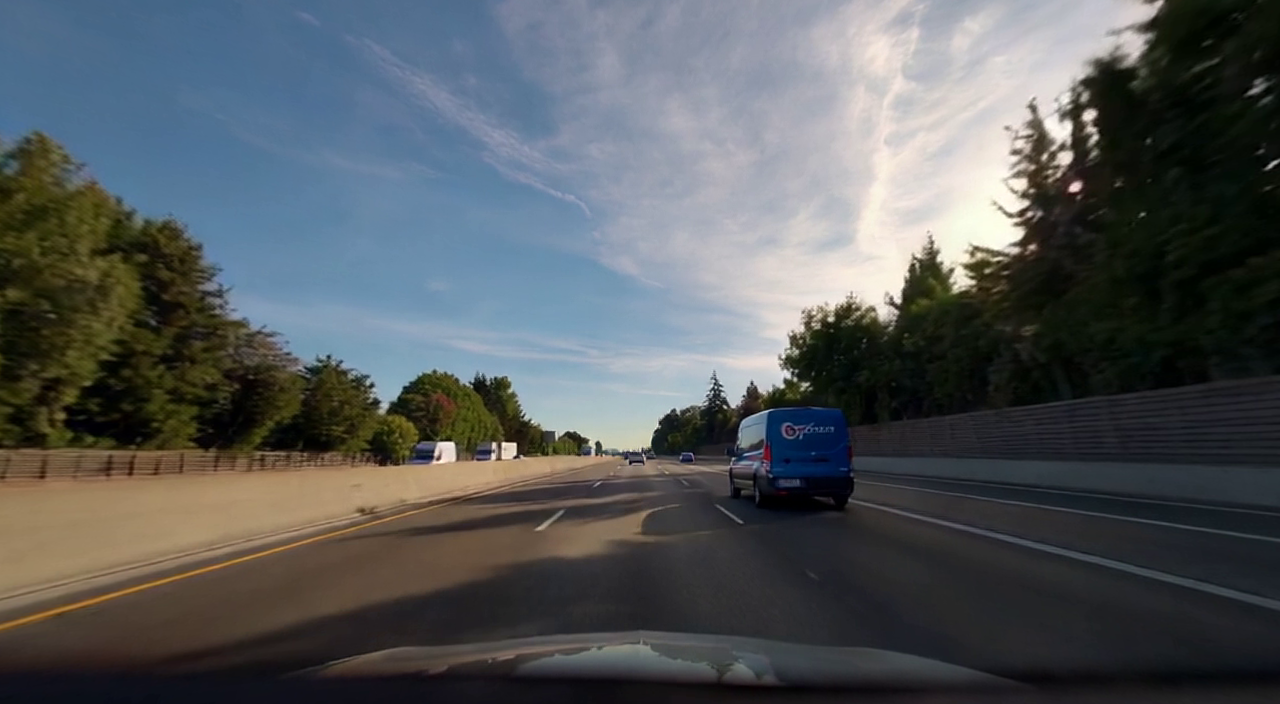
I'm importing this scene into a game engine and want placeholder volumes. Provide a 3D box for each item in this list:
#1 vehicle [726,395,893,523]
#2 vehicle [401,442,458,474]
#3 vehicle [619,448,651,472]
[{"bbox_3d":[3.805,2.606,15.677,2.373,2.561,5.922,0,-9,-1],"label":"vehicle"},{"bbox_3d":[-15.779,7.989,47.720,2.275,2.221,5.772,0,-9,0],"label":"vehicle"},{"bbox_3d":[-0.338,7.851,45.942,2.168,1.653,4.307,0,-9,0],"label":"vehicle"}]
